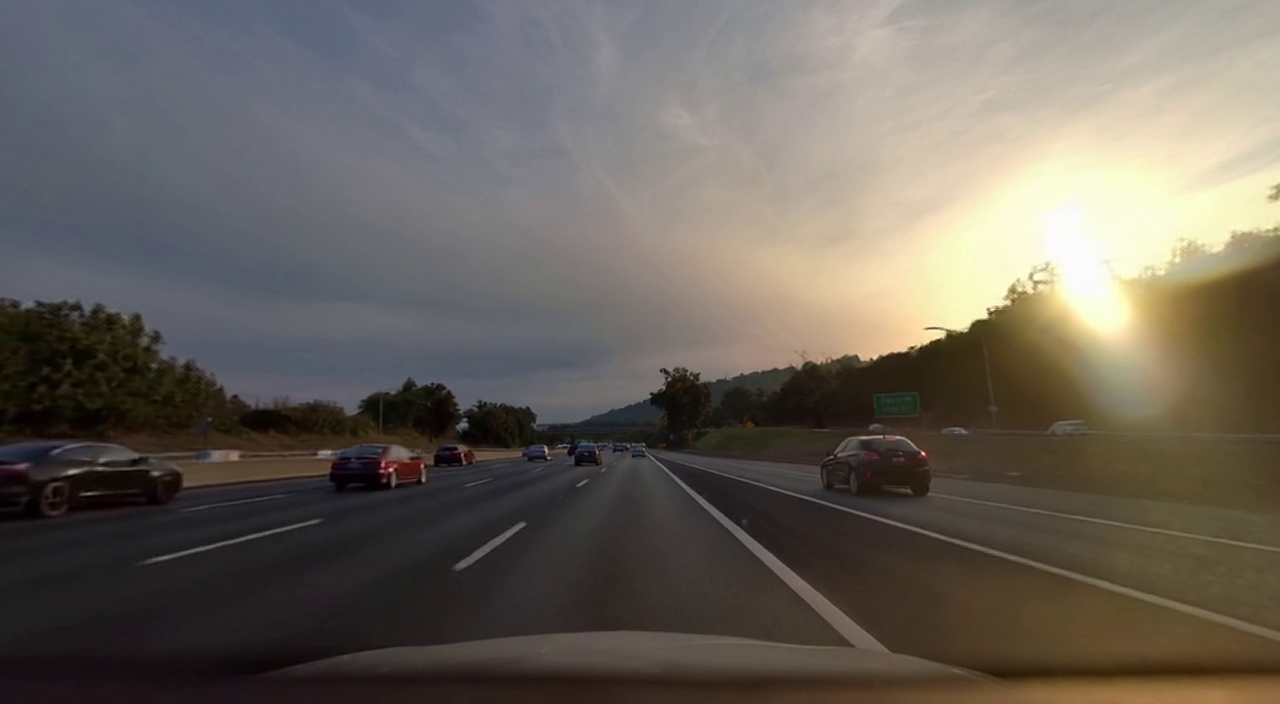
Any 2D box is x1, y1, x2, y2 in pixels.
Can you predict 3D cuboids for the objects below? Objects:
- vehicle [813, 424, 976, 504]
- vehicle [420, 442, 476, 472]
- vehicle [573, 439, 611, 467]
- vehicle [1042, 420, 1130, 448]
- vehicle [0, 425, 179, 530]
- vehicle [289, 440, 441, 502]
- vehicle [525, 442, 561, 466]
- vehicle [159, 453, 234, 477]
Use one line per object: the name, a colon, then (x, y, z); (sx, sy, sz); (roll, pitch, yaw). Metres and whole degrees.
vehicle: (6.520, 2.938, 16.910); (2.259, 1.816, 4.862); (0, -9, -1)
vehicle: (-11.266, 6.190, 37.280); (1.958, 1.633, 4.302); (0, -9, 0)
vehicle: (-3.527, 7.544, 47.125); (2.288, 1.962, 5.119); (0, -9, 1)
vehicle: (26.009, 4.866, 36.949); (1.884, 1.571, 4.352); (0, -9, -1)
vehicle: (-11.126, 2.204, 11.404); (2.107, 1.628, 4.446); (0, -9, 1)
vehicle: (-7.414, 3.250, 17.613); (2.071, 1.486, 4.703); (0, -9, 1)
vehicle: (-7.608, 8.055, 49.930); (2.087, 1.755, 4.457); (0, -9, 1)
vehicle: (-33.029, 8.438, 47.102); (1.968, 1.583, 5.035); (-2, -9, 0)
